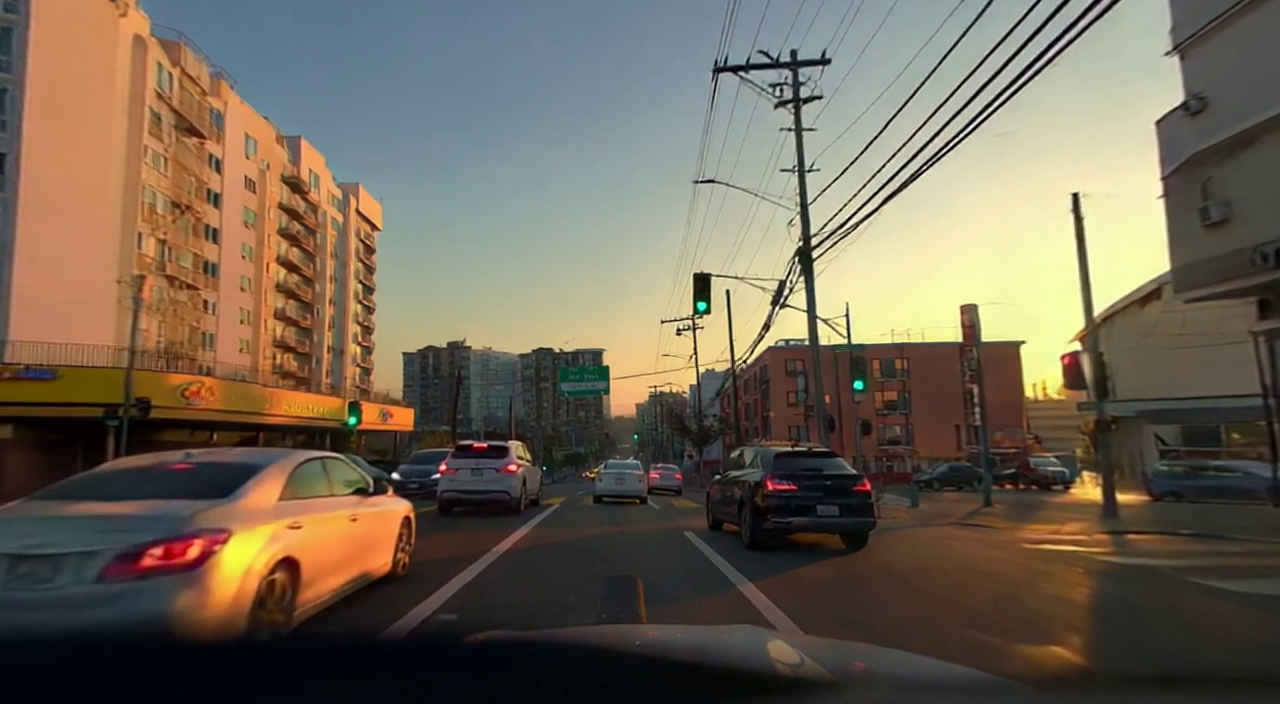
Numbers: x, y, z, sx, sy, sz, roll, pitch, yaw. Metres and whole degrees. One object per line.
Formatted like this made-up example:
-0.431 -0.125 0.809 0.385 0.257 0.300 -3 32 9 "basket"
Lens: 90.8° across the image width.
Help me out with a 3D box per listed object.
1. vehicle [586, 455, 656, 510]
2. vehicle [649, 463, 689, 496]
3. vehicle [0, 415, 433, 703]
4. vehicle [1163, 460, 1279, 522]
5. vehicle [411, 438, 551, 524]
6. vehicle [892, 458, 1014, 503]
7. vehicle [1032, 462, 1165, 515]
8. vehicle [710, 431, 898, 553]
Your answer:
-0.629 4.036 20.023 1.999 1.487 3.939 0 -8 -2 "vehicle"
1.637 7.451 37.256 1.953 1.687 4.094 0 -8 -3 "vehicle"
-3.159 1.309 4.699 1.932 1.458 4.330 0 -8 -2 "vehicle"
21.065 4.739 22.059 1.878 1.680 4.244 -2 -7 0 "vehicle"
-3.504 2.928 14.983 2.221 1.706 4.451 0 -8 -1 "vehicle"
12.062 4.898 24.398 4.048 1.539 1.820 3 -9 -19 "vehicle"
15.620 4.618 21.888 1.959 1.482 4.664 -2 -9 13 "vehicle"
2.492 2.238 10.829 1.945 1.647 4.160 0 -8 -2 "vehicle"
